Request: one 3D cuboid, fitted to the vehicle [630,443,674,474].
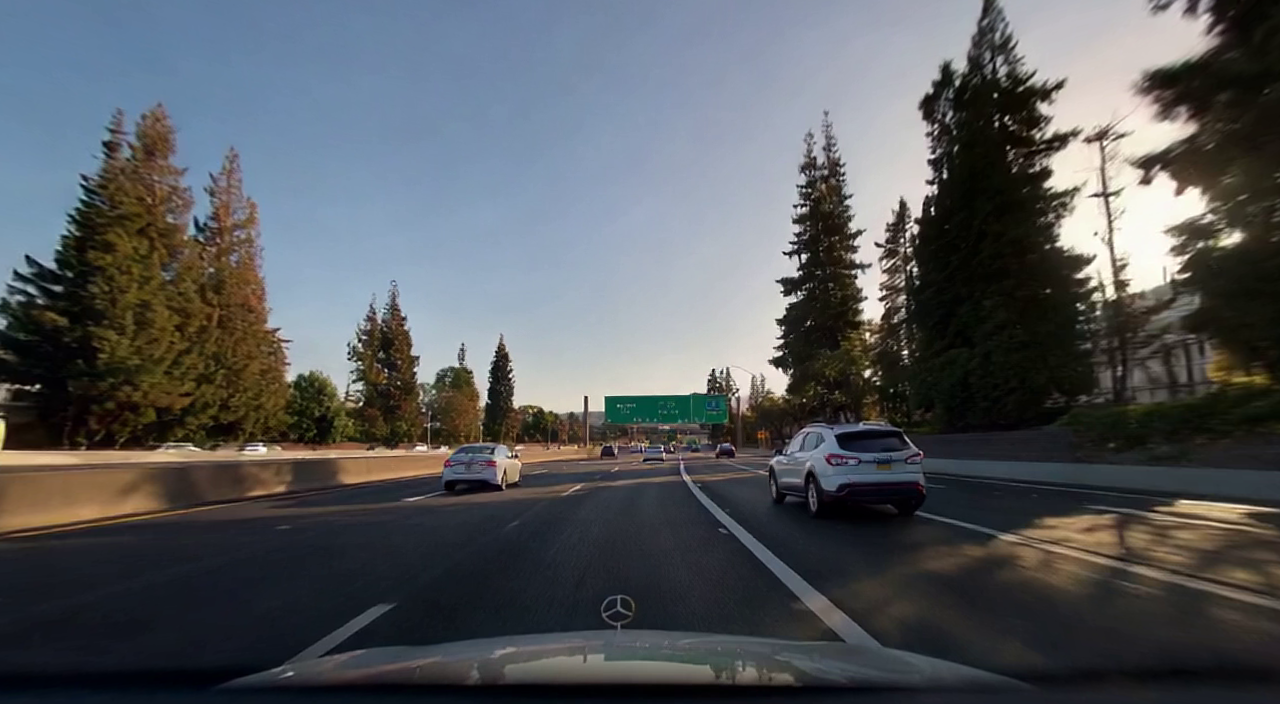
[{"bbox_3d":[0.641,5.524,33.115,2.146,1.485,4.332,0,-8,2],"label":"vehicle"}]

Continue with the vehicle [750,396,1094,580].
[{"bbox_3d":[3.319,1.757,9.052,2.463,1.851,5.122,0,-8,-1],"label":"vehicle"}]

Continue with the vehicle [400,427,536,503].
[{"bbox_3d":[-4.275,2.884,16.568,2.260,1.706,4.177,0,-8,2],"label":"vehicle"}]
